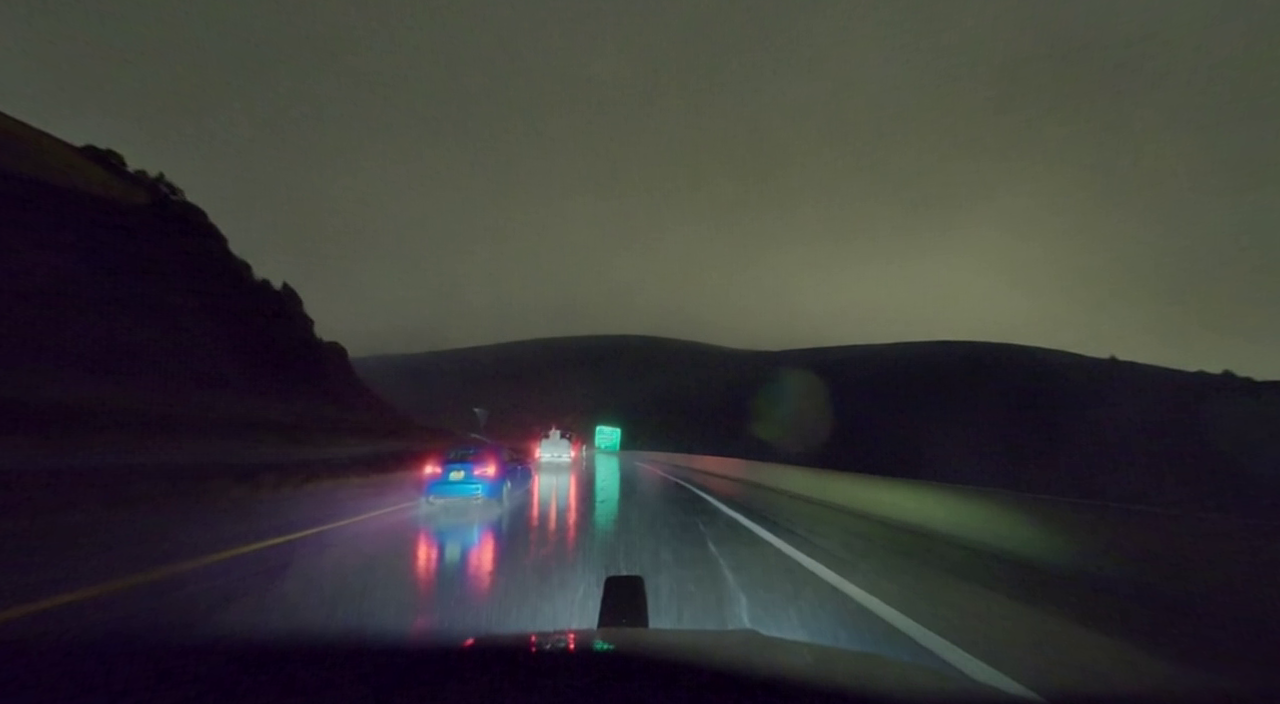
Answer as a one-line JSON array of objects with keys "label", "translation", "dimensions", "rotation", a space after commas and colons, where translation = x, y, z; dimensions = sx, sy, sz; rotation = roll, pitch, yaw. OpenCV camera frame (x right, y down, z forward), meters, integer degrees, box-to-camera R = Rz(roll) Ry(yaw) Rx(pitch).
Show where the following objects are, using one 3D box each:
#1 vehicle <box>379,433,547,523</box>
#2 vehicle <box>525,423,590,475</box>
[{"label": "vehicle", "translation": [-3.409, 2.527, 13.241], "dimensions": [2.097, 1.511, 4.585], "rotation": [0, -8, 1]}, {"label": "vehicle", "translation": [-3.790, 4.594, 30.039], "dimensions": [2.444, 2.204, 5.568], "rotation": [1, -8, -1]}]
